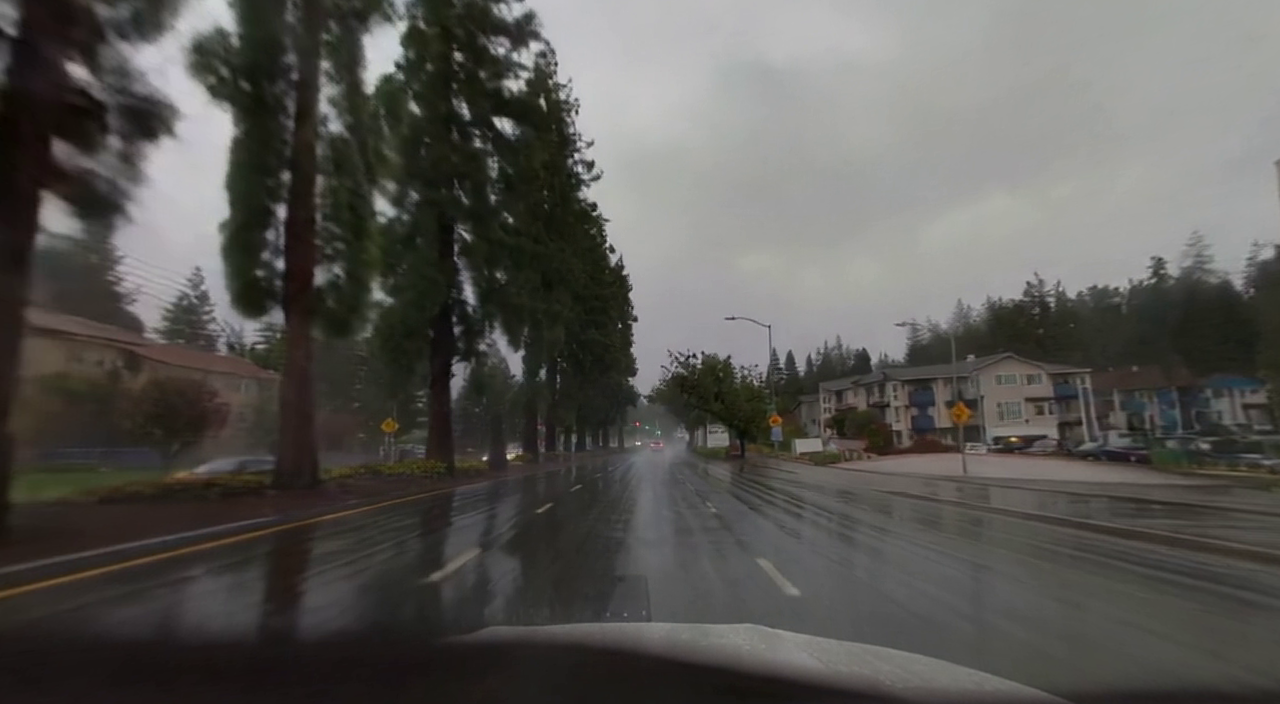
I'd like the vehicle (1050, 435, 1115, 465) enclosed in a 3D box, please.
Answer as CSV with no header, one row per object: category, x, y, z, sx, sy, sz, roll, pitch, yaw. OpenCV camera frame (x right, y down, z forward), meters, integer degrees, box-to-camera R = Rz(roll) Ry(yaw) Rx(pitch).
vehicle,25.645,5.664,36.715,1.823,1.466,4.676,-7,-8,20

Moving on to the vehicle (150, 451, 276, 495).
vehicle,-16.736,4.713,25.019,1.928,1.531,4.329,0,-8,0

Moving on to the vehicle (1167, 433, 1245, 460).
vehicle,32.250,5.422,36.064,1.868,1.434,4.425,-3,-9,22
